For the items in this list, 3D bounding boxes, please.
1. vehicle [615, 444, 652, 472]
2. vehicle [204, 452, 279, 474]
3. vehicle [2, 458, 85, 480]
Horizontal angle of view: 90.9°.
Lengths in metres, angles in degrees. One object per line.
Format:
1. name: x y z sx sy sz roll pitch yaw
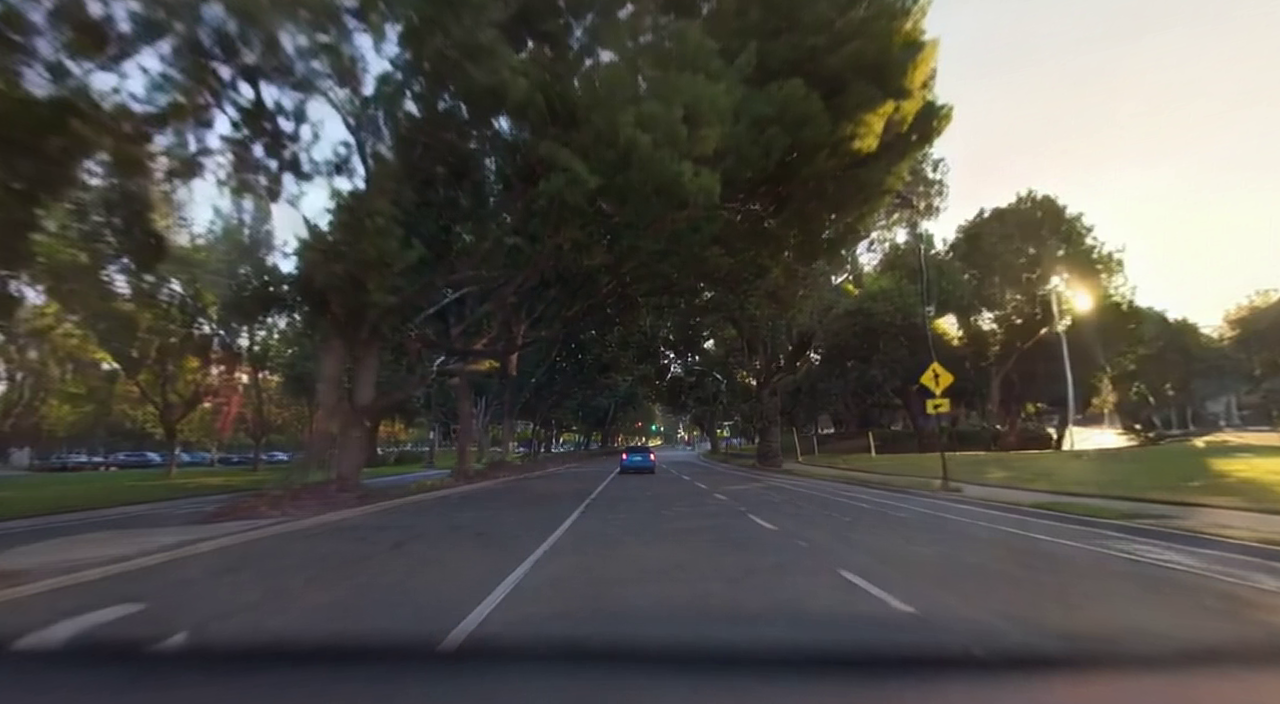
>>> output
1. vehicle: -0.391 6.058 36.436 1.978 1.499 3.915 0 -8 -1
2. vehicle: -30.149 8.401 47.787 4.392 1.602 1.860 -1 -8 1
3. vehicle: -42.881 8.397 45.416 4.030 1.479 1.868 0 -8 -1
